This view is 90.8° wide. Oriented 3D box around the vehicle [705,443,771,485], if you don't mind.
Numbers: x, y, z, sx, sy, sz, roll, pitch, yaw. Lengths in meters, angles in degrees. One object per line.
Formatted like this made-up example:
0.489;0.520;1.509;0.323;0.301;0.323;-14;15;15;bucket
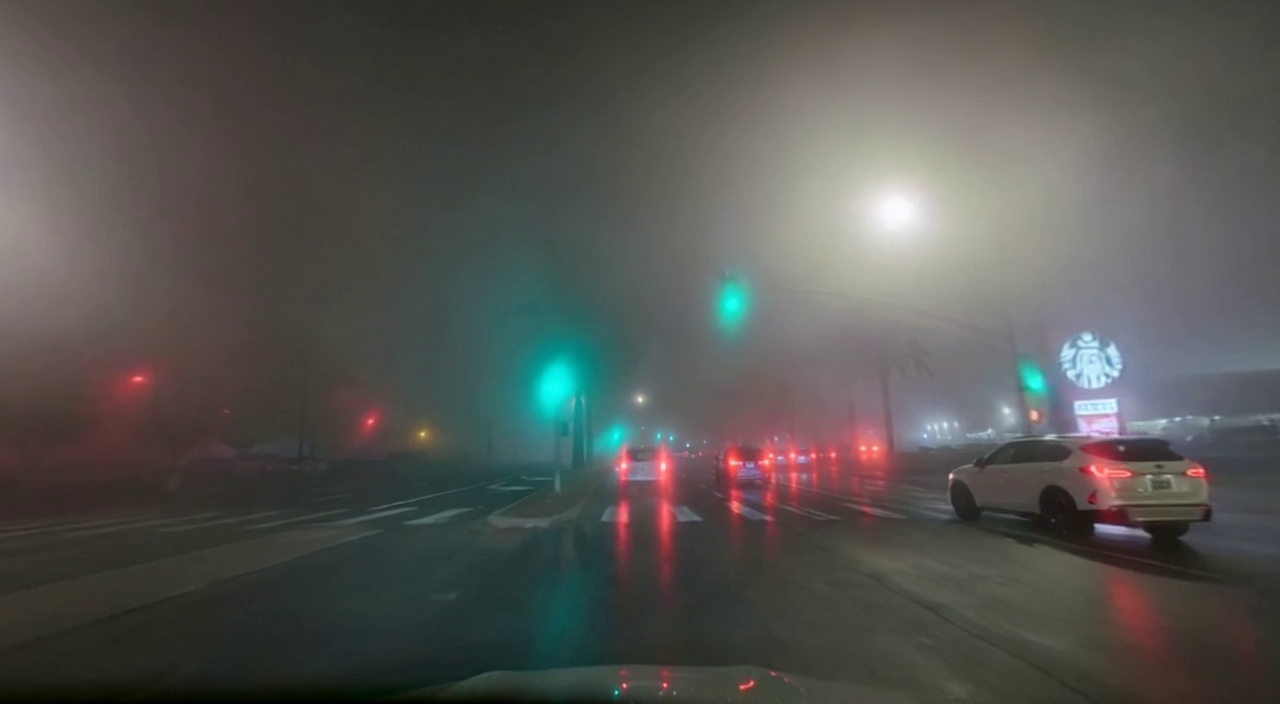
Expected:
3.887;4.508;25.708;1.892;1.532;4.177;0;-8;-1;vehicle

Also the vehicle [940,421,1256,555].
6.849;2.043;10.174;1.940;1.674;4.085;0;-8;-1;vehicle

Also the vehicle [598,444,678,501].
-0.061;3.468;18.619;2.110;1.487;3.873;0;-8;0;vehicle
